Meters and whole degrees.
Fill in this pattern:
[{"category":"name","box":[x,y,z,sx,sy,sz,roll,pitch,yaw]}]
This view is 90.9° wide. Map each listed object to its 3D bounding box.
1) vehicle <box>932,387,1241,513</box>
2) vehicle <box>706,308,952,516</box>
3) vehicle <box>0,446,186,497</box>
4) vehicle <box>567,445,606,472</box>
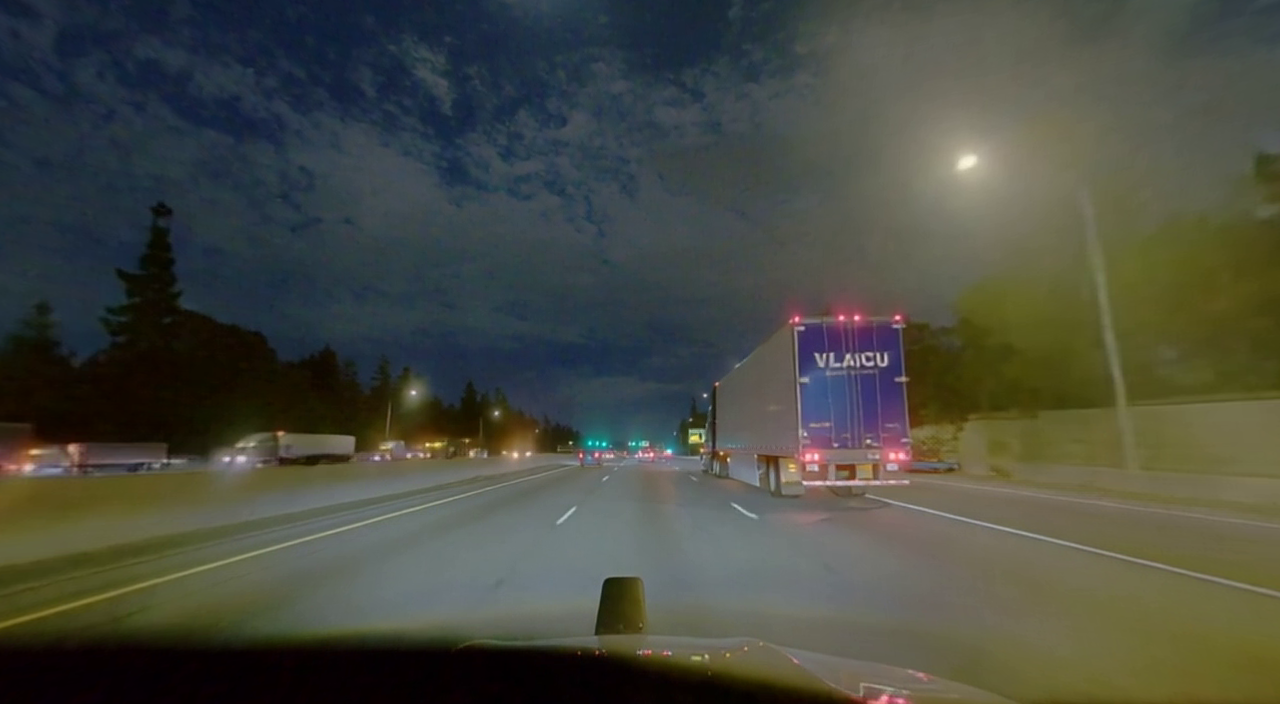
[{"category":"vehicle","box":[17.872,4.282,27.811,2.856,4.064,14.685,0,-9,0]},{"category":"vehicle","box":[4.393,2.202,19.428,2.847,4.075,14.244,0,-9,-1]},{"category":"vehicle","box":[-31.144,6.743,36.436,2.721,2.441,9.568,2,-9,-1]},{"category":"vehicle","box":[-3.345,6.733,40.061,2.107,1.626,4.804,0,-9,0]}]
